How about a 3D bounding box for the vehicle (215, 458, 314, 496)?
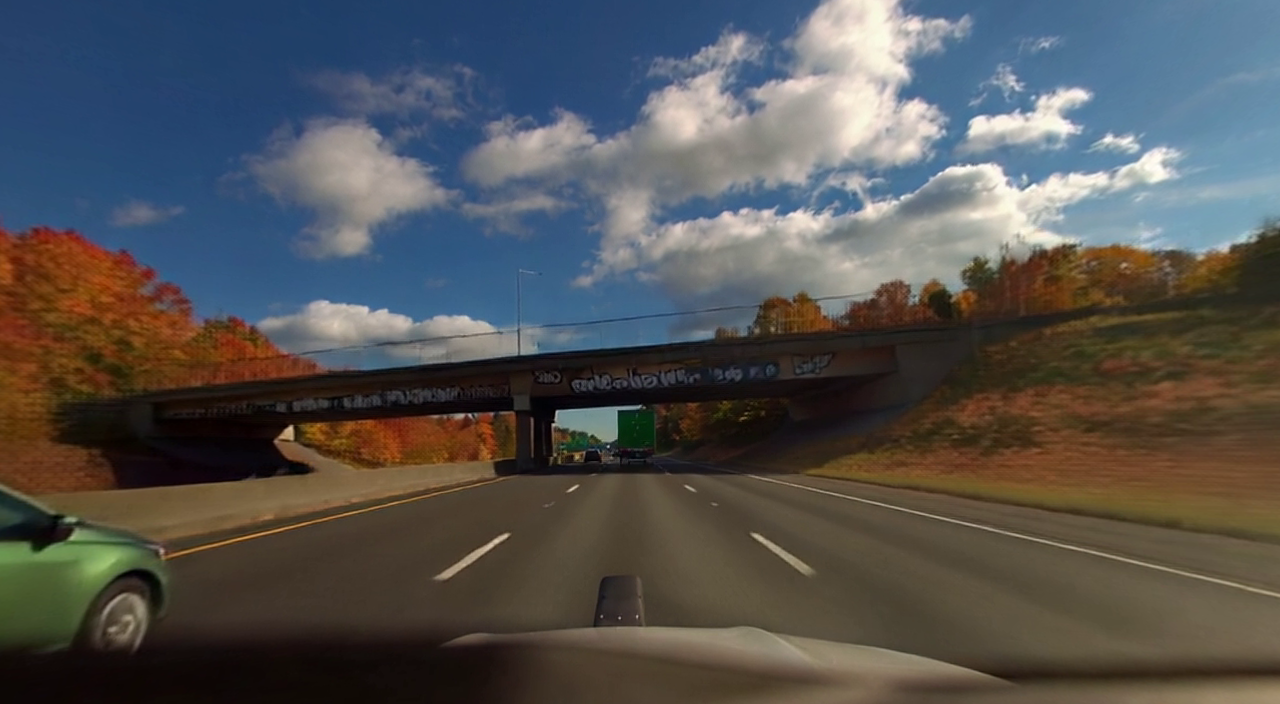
[{"bbox_3d":[-17.661,5.873,29.777,1.856,1.594,4.581,0,-9,0],"label":"vehicle"}]
